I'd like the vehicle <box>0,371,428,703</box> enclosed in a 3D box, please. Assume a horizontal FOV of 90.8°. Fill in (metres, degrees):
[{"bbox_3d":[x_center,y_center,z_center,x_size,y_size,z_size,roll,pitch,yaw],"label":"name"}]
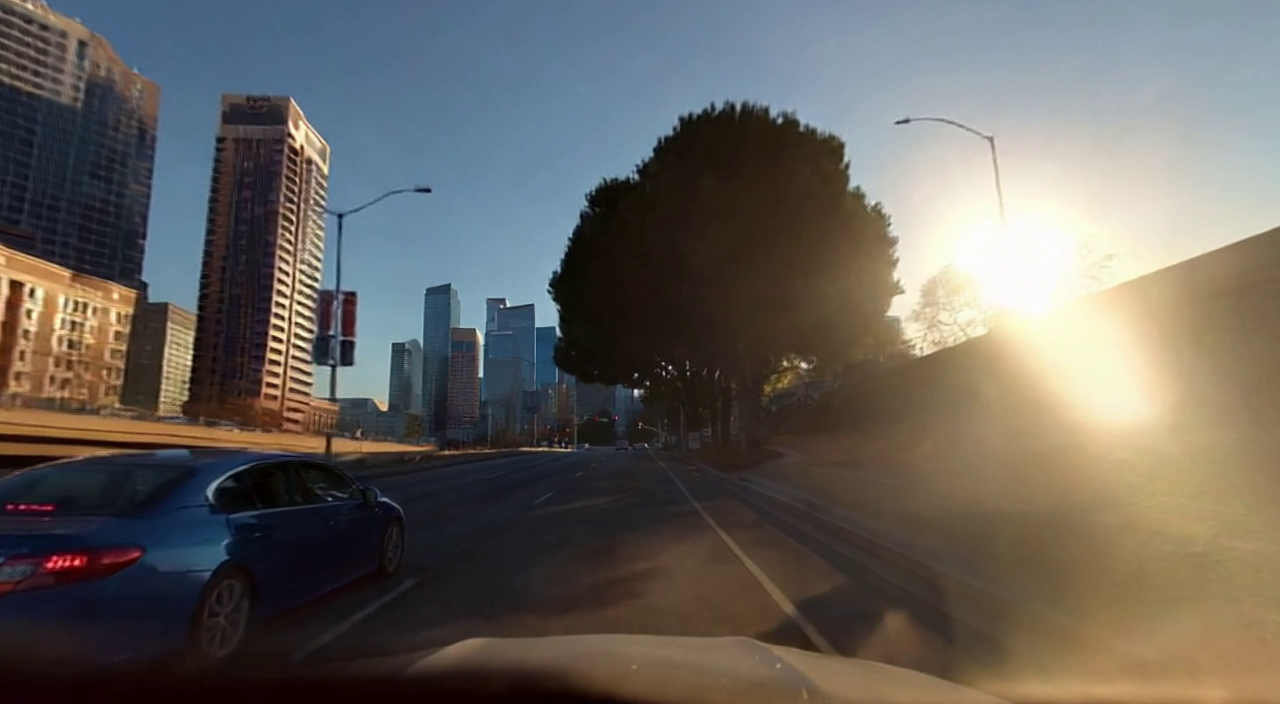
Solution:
[{"bbox_3d":[-3.081,1.079,3.860,2.041,1.470,4.290,0,-9,0],"label":"vehicle"}]
